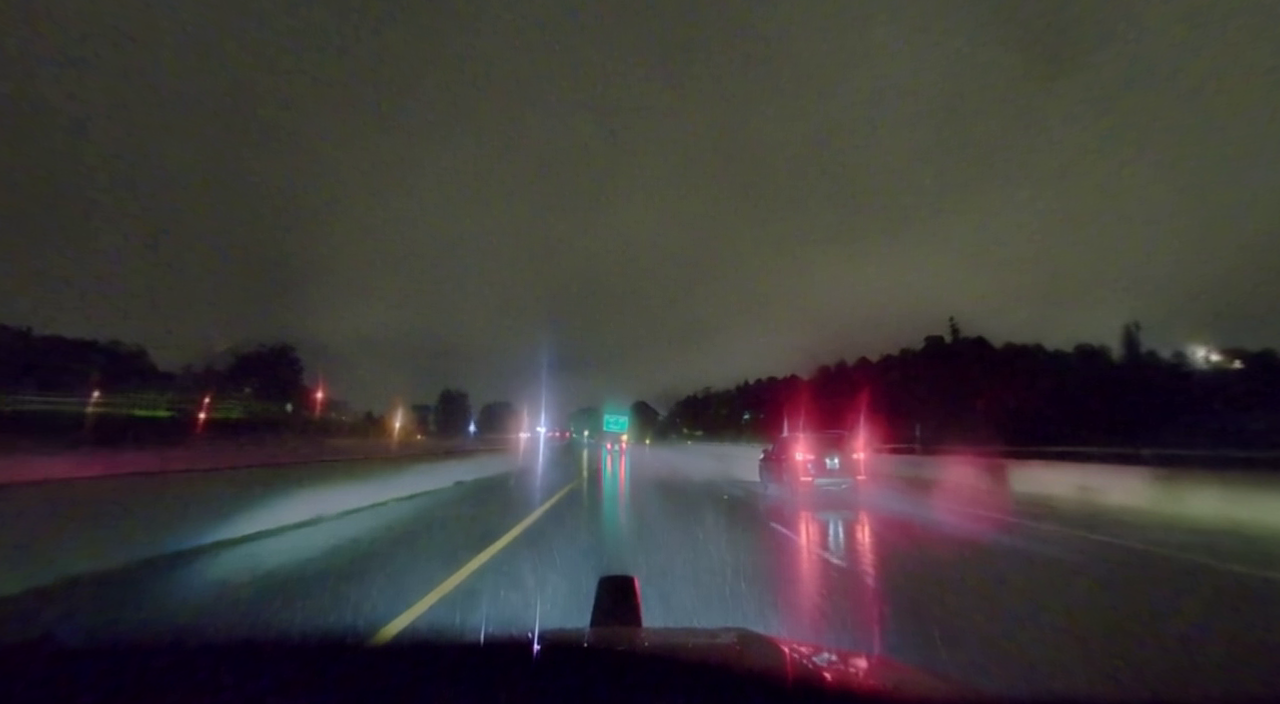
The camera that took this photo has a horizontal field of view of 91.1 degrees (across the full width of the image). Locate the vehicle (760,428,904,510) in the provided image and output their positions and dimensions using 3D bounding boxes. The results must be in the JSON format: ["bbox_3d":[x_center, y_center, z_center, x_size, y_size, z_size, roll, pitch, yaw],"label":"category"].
[{"bbox_3d":[3.945,2.447,13.600,1.852,1.513,3.652,0,-8,-2],"label":"vehicle"}]

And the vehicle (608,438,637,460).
[{"bbox_3d":[-1.286,6.960,45.262,1.998,1.512,3.735,0,-8,-3],"label":"vehicle"}]
